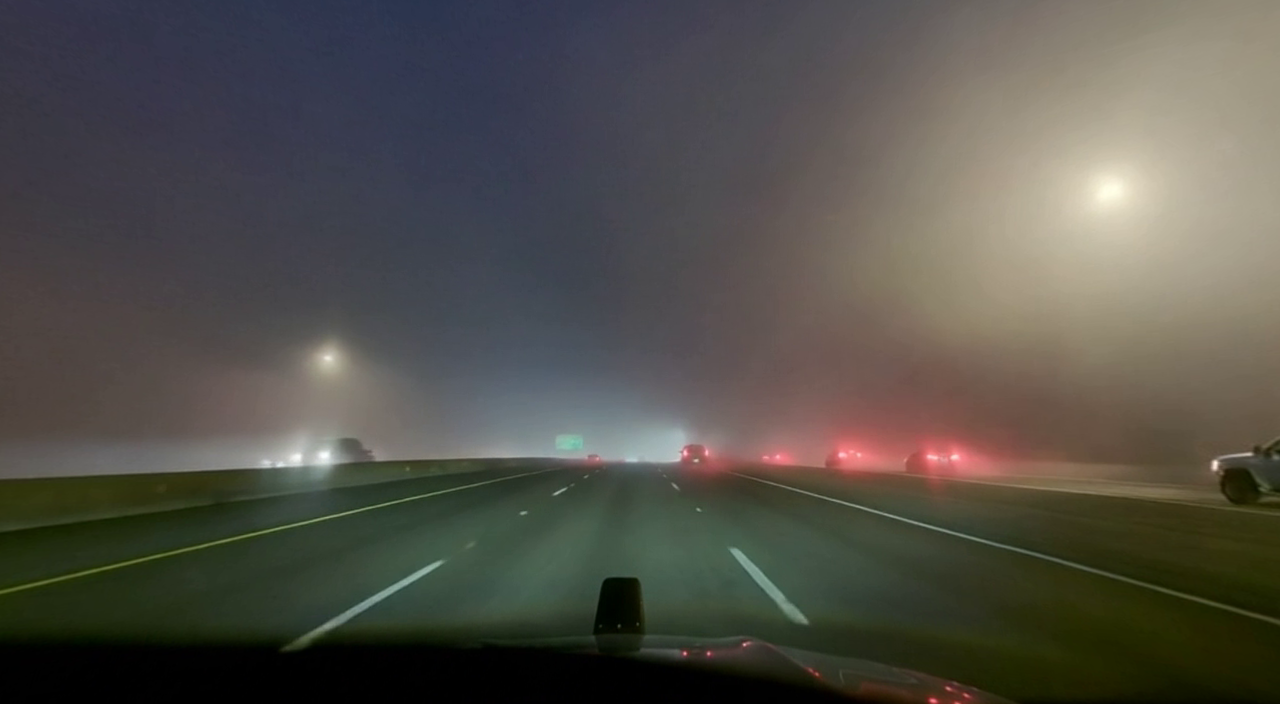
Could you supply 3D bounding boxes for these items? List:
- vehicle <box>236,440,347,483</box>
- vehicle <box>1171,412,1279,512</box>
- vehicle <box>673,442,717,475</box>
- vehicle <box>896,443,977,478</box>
[{"bbox_3d":[-14.763,4.651,27.041,2.013,1.655,4.684,0,-9,1],"label":"vehicle"},{"bbox_3d":[15.156,2.332,13.273,2.442,2.140,6.462,0,-9,2],"label":"vehicle"},{"bbox_3d":[3.160,6.239,37.154,2.147,1.794,4.538,0,-9,-1],"label":"vehicle"},{"bbox_3d":[15.842,5.814,33.947,2.116,1.754,4.727,0,-9,2],"label":"vehicle"}]
